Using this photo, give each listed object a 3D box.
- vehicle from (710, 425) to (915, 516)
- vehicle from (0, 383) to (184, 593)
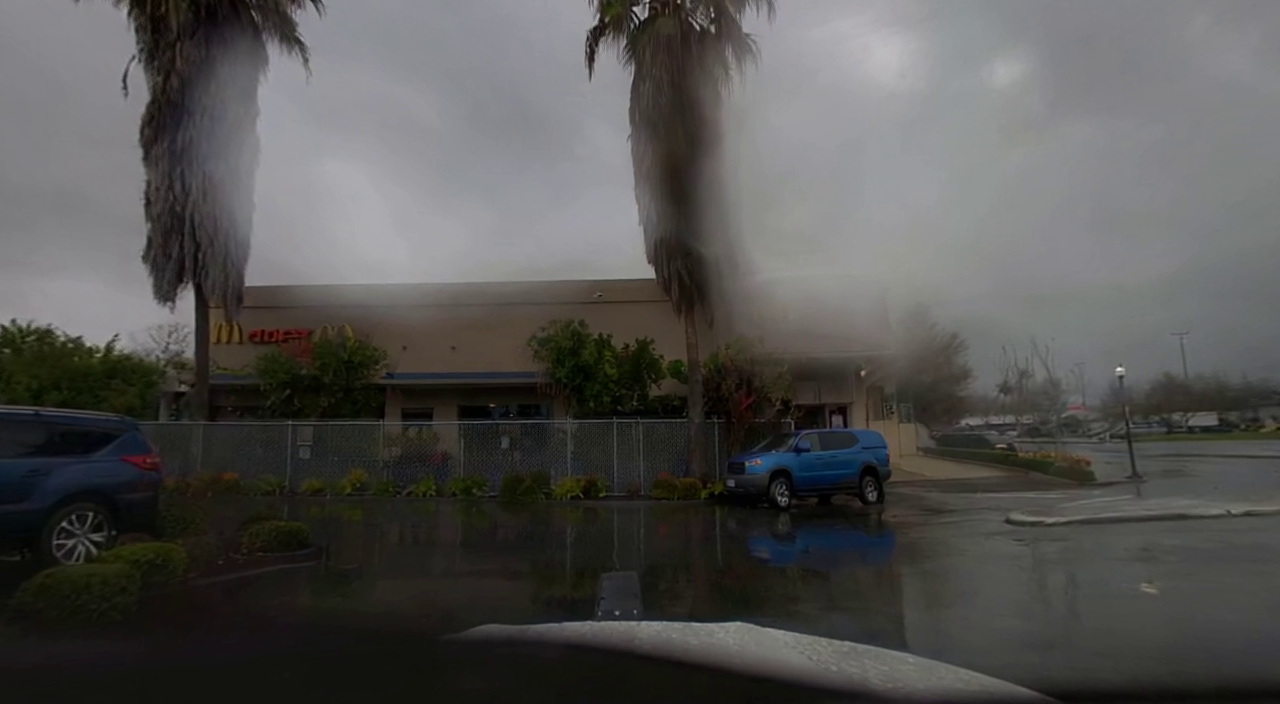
[{"bbox_3d":[4.011,2.586,14.591,4.365,1.791,2.073,4,-7,-30],"label":"vehicle"},{"bbox_3d":[-6.789,1.236,5.717,1.943,1.890,4.472,0,-8,0],"label":"vehicle"}]
